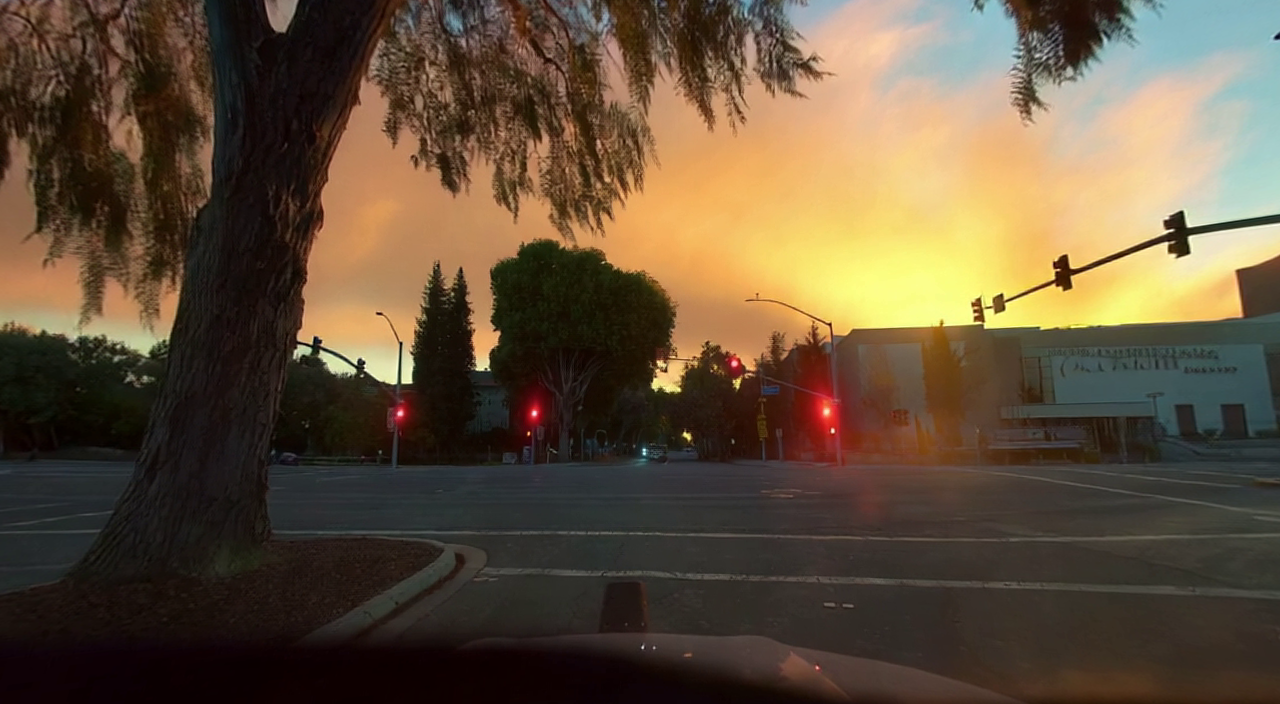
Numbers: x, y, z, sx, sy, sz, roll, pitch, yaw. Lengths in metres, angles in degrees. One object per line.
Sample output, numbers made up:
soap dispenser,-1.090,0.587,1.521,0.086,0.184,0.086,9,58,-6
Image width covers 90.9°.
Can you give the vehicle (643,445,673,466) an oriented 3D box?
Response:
vehicle,1.282,7.615,46.462,2.132,1.449,4.235,0,-9,0
